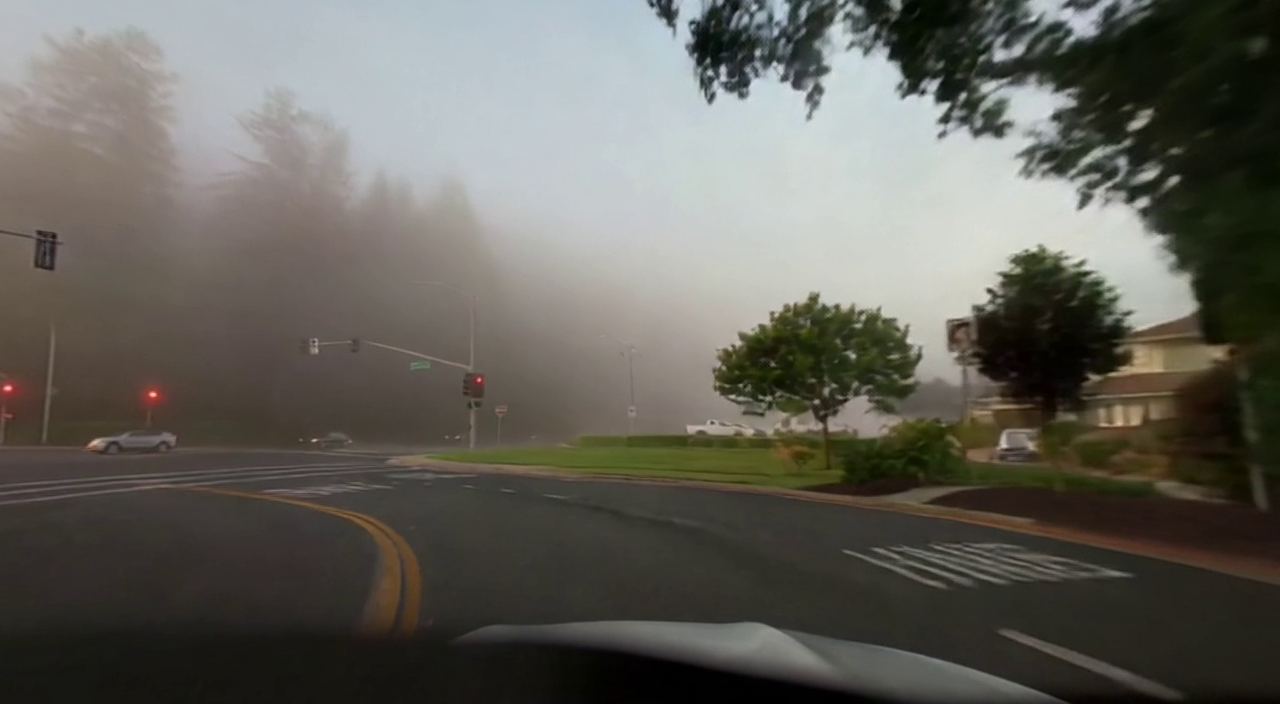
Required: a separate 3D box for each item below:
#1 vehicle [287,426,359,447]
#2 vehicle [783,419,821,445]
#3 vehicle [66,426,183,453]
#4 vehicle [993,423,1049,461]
[{"bbox_3d":[-24.256,6.500,48.223,1.828,1.462,4.740,-3,-8,24],"label":"vehicle"},{"bbox_3d":[12.658,6.283,49.390,2.402,1.920,5.467,-1,-8,9],"label":"vehicle"},{"bbox_3d":[-29.845,5.069,36.549,1.847,1.461,4.853,-3,-8,24],"label":"vehicle"},{"bbox_3d":[16.771,3.906,27.746,1.907,1.515,4.550,-4,-7,30],"label":"vehicle"}]
